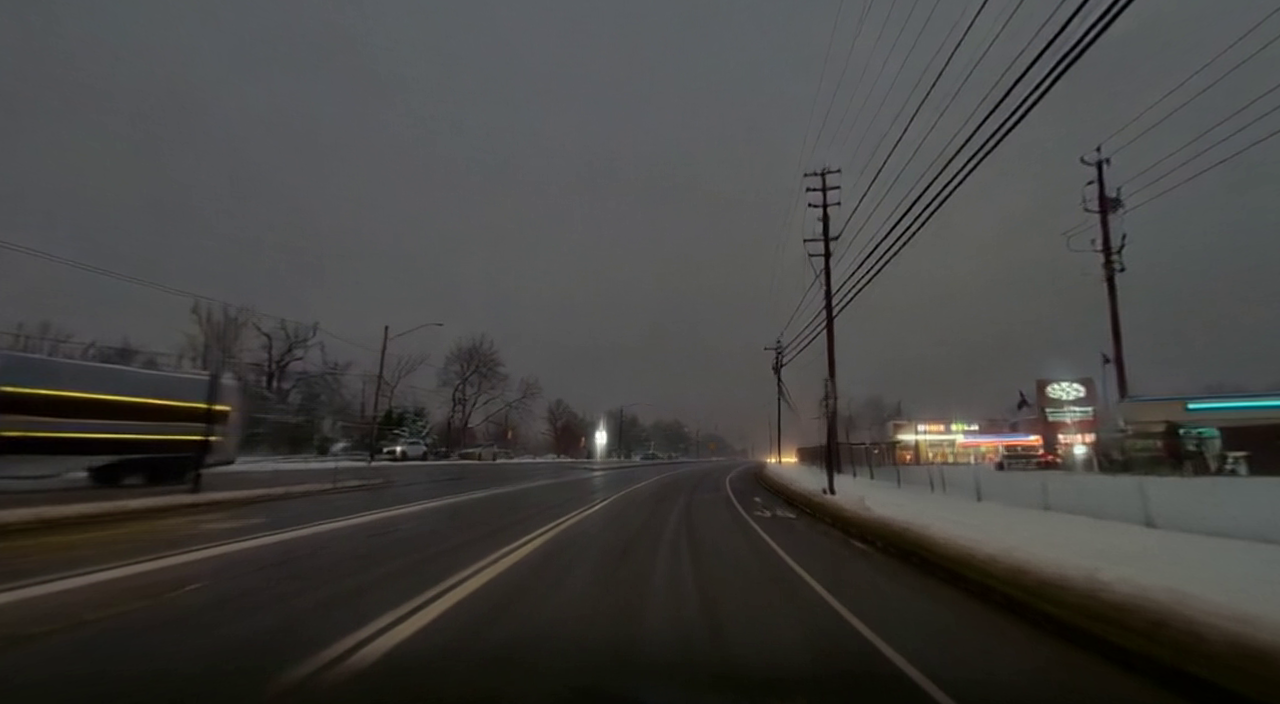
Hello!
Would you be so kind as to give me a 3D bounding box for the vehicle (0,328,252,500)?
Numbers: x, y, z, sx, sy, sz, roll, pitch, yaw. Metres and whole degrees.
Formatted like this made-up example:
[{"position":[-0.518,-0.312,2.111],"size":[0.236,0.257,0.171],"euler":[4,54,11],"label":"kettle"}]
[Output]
[{"position":[-16.052,1.786,16.836],"size":[2.994,3.930,11.114],"euler":[-1,-9,8],"label":"vehicle"}]
